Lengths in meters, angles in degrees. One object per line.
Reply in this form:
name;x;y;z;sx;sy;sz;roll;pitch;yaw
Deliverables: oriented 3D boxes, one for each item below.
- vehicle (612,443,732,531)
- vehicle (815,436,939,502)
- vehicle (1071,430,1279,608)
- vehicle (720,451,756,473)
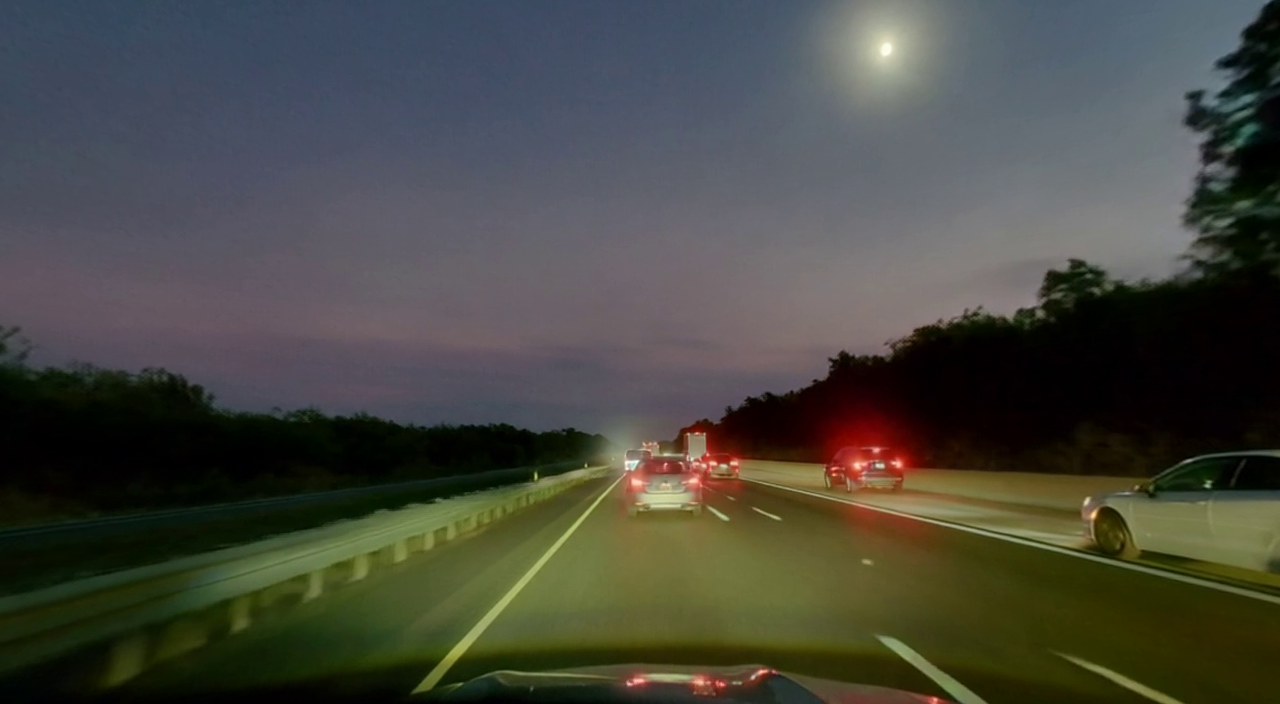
vehicle;0.563;2.645;12.855;2.076;1.485;3.774;0;-9;0
vehicle;6.802;3.400;18.660;1.980;1.702;4.235;0;-9;0
vehicle;6.359;1.466;5.729;1.965;1.484;4.090;0;-9;0
vehicle;6.825;7.669;44.238;1.921;1.451;3.841;0;-9;0
